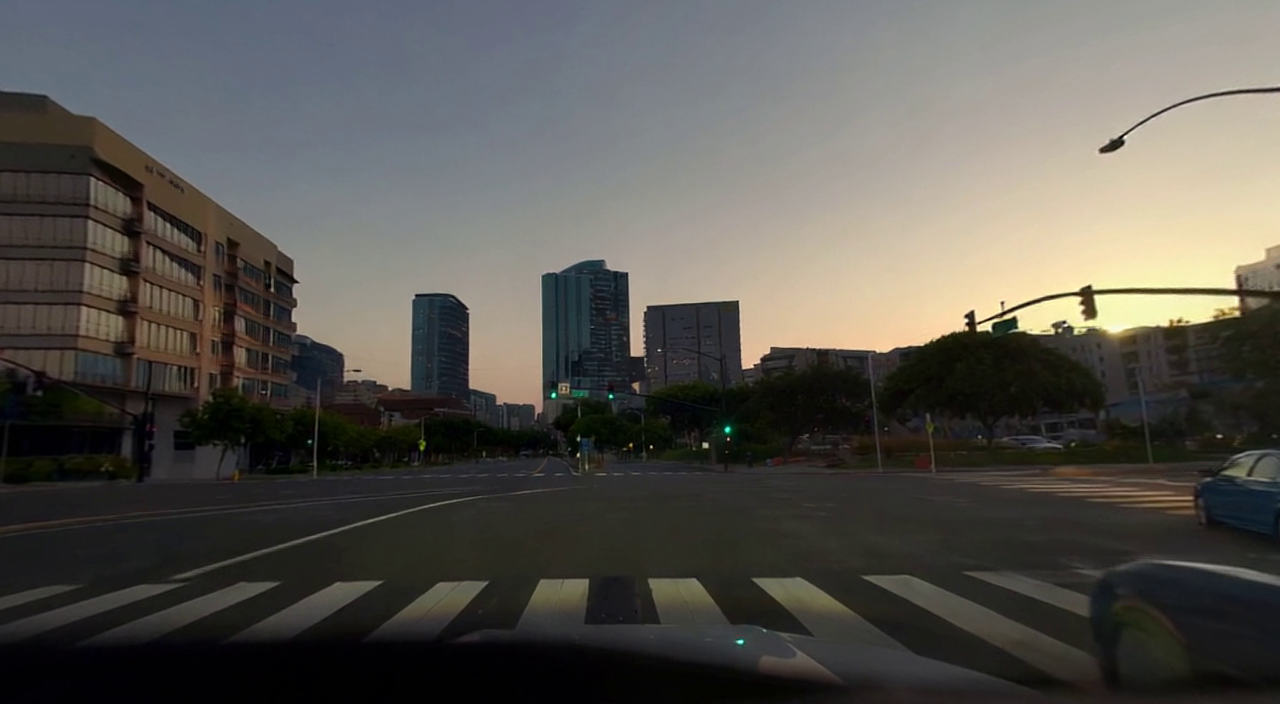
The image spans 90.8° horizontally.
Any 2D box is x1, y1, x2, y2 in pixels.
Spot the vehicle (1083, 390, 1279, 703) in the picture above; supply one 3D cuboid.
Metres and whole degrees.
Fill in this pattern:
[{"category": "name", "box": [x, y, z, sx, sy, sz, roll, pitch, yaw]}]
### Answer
[{"category": "vehicle", "box": [3.185, 0.669, 0.520, 2.089, 1.539, 4.767, 0, -9, -1]}]
